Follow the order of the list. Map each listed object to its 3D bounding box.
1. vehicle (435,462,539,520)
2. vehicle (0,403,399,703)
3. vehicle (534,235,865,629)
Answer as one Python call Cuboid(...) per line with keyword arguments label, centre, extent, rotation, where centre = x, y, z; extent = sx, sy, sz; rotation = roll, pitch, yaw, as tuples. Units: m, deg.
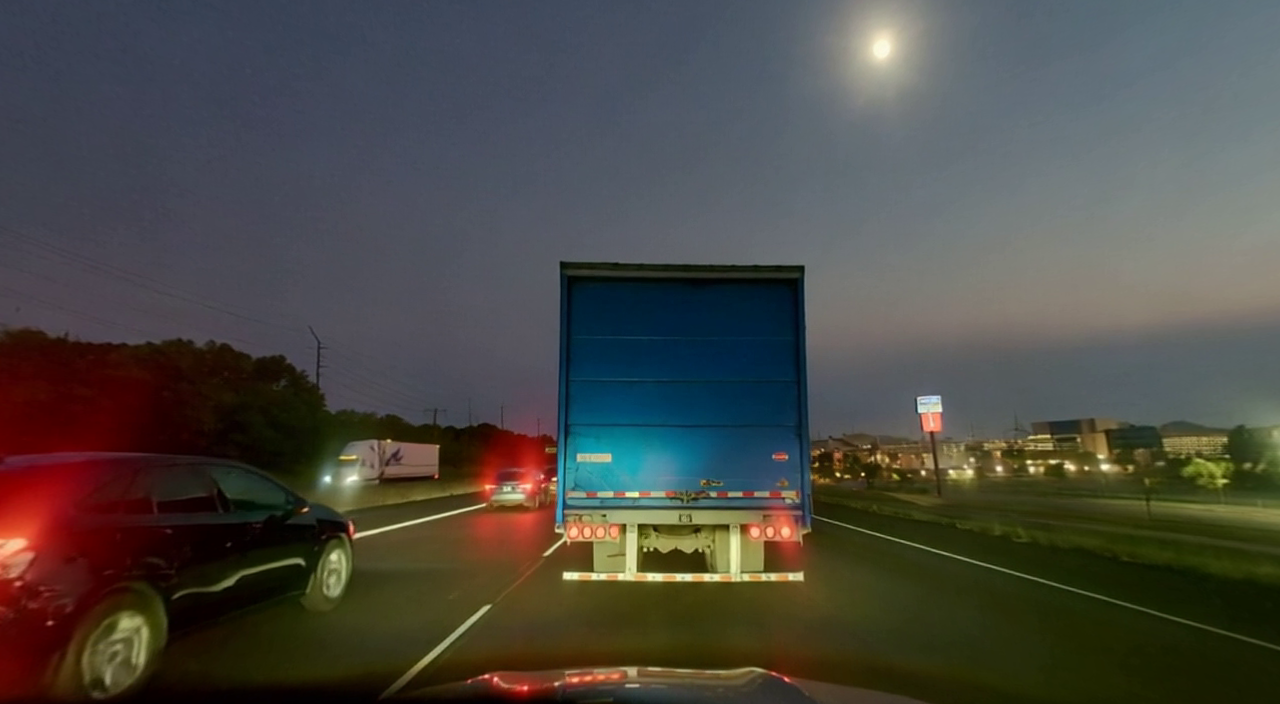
Cuboid(label="vehicle", centre=(-4.360, 4.038, 18.717), extent=(1.891, 1.469, 4.431), rotation=(0, -11, 1))
Cuboid(label="vehicle", centre=(-3.875, 1.377, 4.780), extent=(1.983, 1.575, 4.973), rotation=(0, -11, 1))
Cuboid(label="vehicle", centre=(0.671, 1.414, 9.998), extent=(2.831, 3.529, 8.689), rotation=(0, -11, 2))
